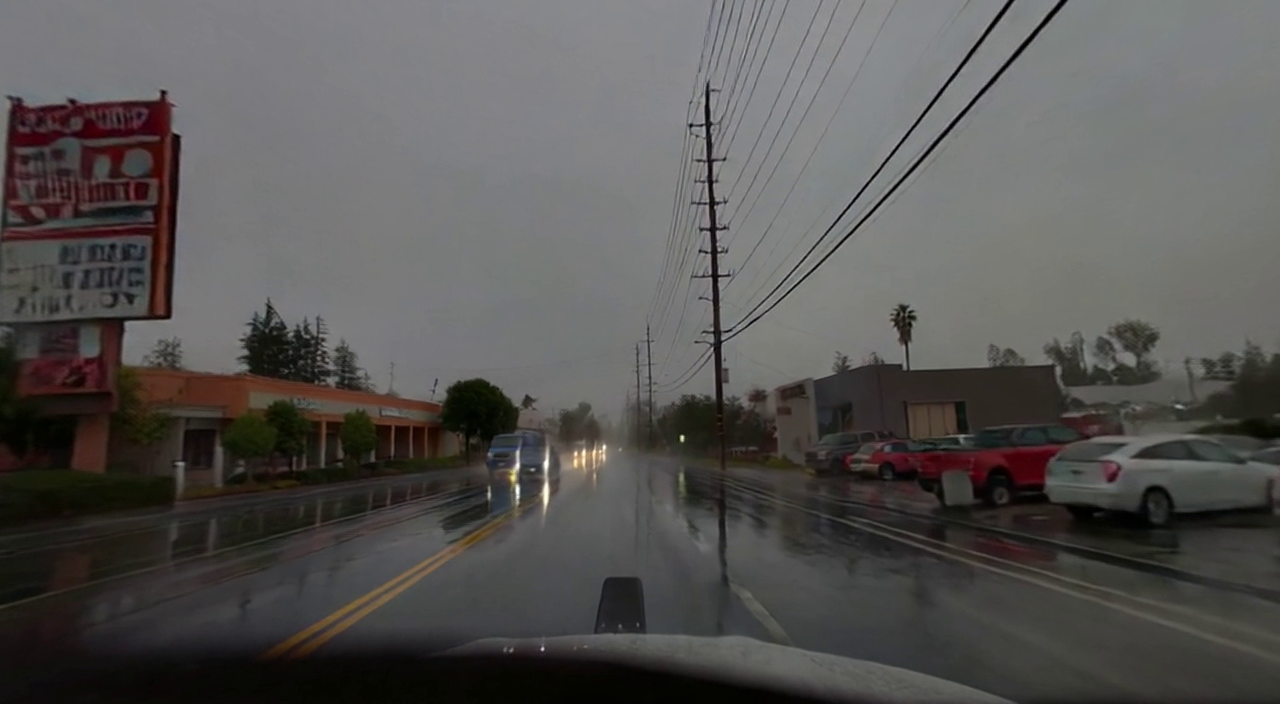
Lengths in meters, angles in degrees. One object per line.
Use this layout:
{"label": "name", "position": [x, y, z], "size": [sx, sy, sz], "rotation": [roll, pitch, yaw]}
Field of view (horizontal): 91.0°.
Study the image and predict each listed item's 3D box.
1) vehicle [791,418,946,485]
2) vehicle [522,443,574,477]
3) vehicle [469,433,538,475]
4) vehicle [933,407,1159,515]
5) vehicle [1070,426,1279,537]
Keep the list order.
{"label": "vehicle", "position": [9.138, 3.863, 24.837], "size": [6.532, 2.291, 2.575], "rotation": [6, -11, -38]}
{"label": "vehicle", "position": [-4.526, 5.399, 31.709], "size": [1.998, 1.562, 4.433], "rotation": [0, -8, -1]}
{"label": "vehicle", "position": [-8.418, 6.383, 39.819], "size": [2.909, 2.362, 7.390], "rotation": [0, -8, -1]}
{"label": "vehicle", "position": [9.465, 2.427, 14.532], "size": [5.414, 2.035, 2.476], "rotation": [6, -10, -36]}
{"label": "vehicle", "position": [9.906, 2.145, 11.114], "size": [4.667, 1.548, 2.143], "rotation": [5, -10, -34]}
